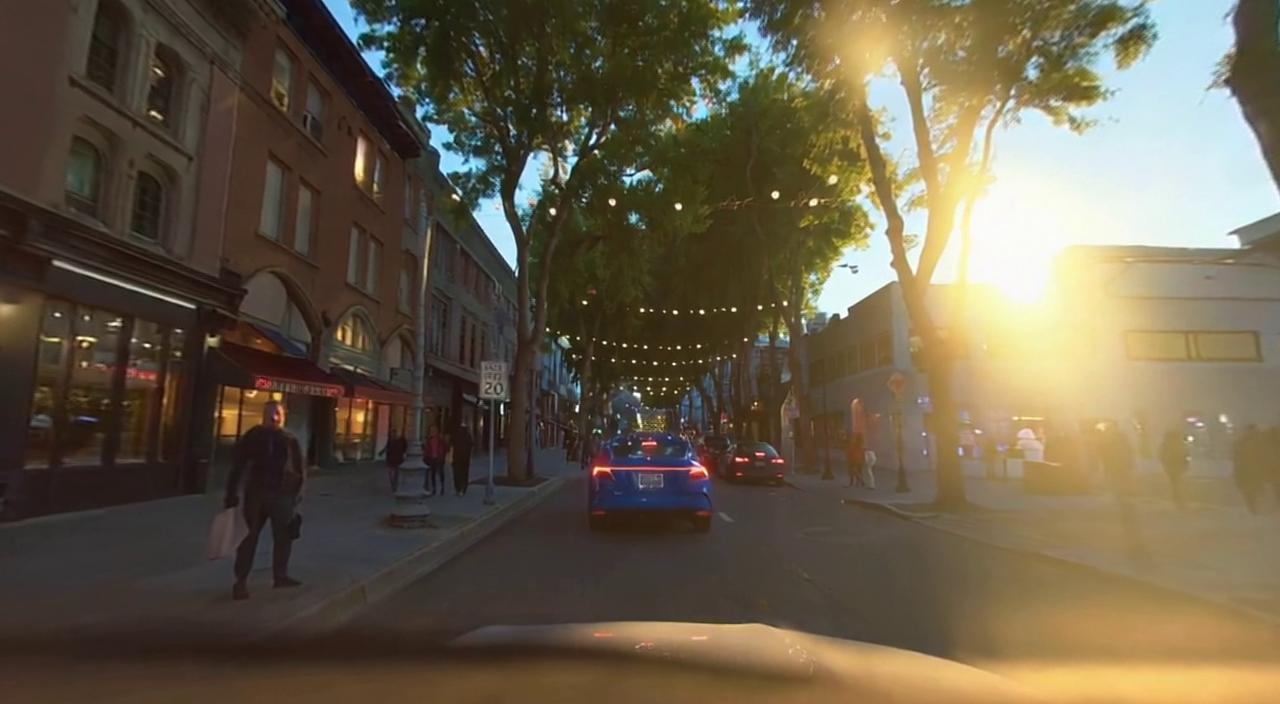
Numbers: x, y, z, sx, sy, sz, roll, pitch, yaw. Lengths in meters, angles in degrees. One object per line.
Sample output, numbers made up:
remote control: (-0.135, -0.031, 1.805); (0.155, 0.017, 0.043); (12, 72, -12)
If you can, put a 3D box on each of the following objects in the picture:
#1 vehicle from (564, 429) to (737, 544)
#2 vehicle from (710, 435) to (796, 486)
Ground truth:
vehicle: (0.108, 2.076, 10.405); (2.261, 1.474, 4.130); (0, -8, -1)
vehicle: (3.664, 3.617, 21.325); (2.025, 1.523, 4.426); (0, -9, -1)
